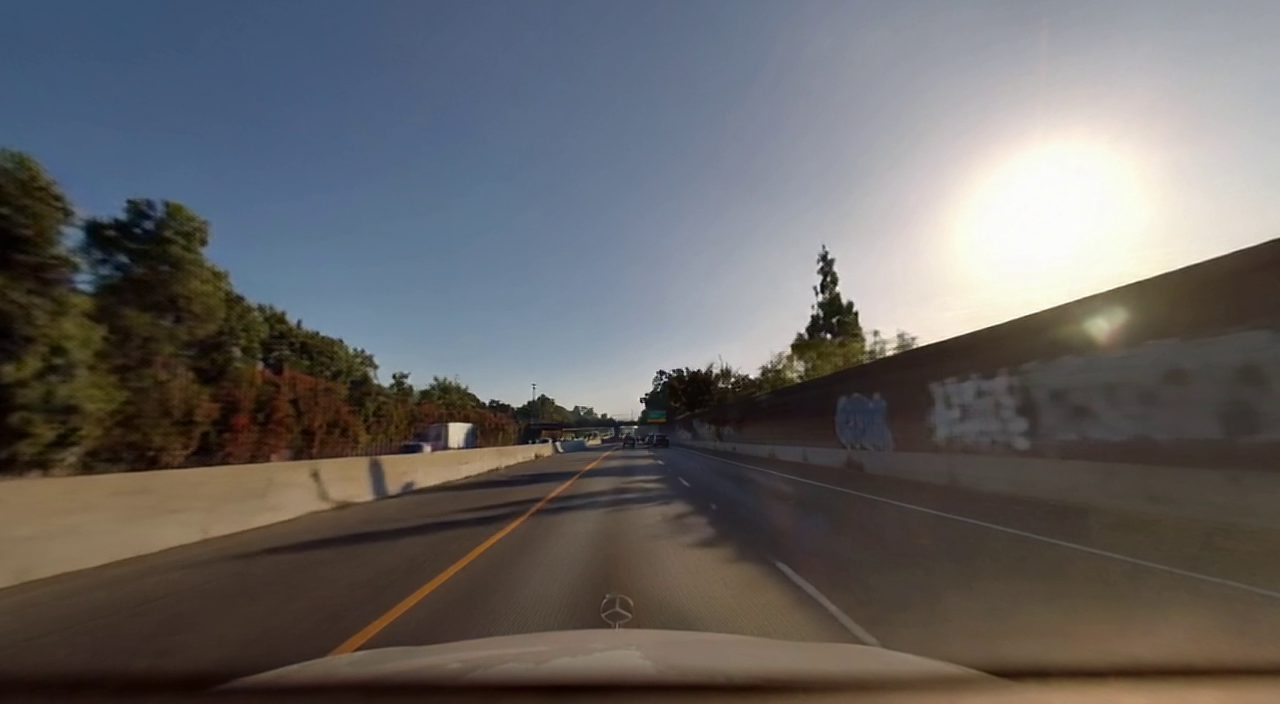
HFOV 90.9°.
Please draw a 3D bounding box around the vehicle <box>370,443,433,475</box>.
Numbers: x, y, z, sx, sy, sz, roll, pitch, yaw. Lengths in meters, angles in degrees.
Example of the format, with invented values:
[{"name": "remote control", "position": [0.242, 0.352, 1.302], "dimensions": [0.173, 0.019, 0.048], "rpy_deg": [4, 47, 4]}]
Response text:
[{"name": "vehicle", "position": [-13.027, 5.841, 34.743], "dimensions": [1.809, 1.557, 4.394], "rpy_deg": [0, -8, -1]}]
